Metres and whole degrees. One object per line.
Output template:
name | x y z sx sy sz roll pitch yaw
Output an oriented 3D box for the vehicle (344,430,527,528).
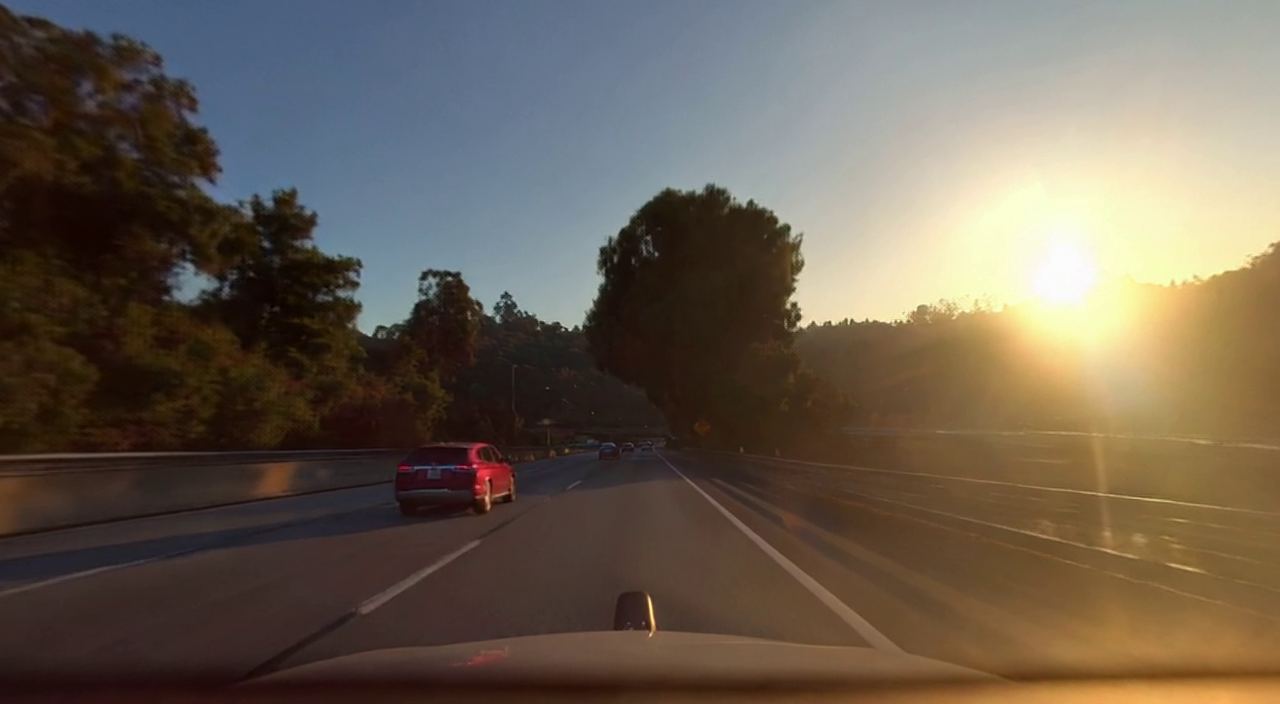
vehicle | -3.646 2.324 12.161 1.993 1.538 4.192 0 -8 2
